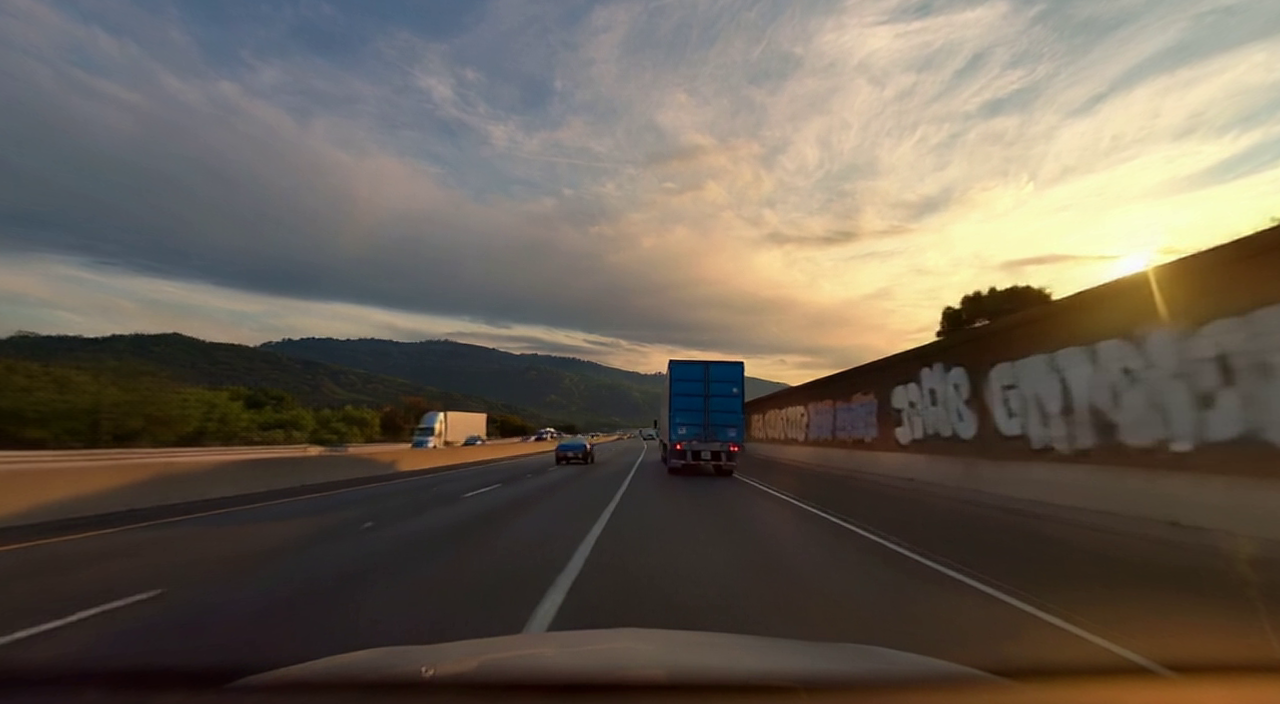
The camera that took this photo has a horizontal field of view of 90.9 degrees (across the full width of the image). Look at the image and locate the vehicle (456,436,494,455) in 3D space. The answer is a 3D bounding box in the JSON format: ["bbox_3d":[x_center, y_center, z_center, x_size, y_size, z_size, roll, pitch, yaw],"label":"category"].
[{"bbox_3d":[-12.891,7.296,49.513,1.812,1.402,4.019,0,-8,1],"label":"vehicle"}]

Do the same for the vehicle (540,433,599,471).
[{"bbox_3d":[-3.084,4.455,28.430,1.982,1.535,4.519,0,-8,2],"label":"vehicle"}]

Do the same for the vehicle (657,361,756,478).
[{"bbox_3d":[2.280,2.886,25.778,2.921,3.765,10.773,0,-8,0],"label":"vehicle"}]
